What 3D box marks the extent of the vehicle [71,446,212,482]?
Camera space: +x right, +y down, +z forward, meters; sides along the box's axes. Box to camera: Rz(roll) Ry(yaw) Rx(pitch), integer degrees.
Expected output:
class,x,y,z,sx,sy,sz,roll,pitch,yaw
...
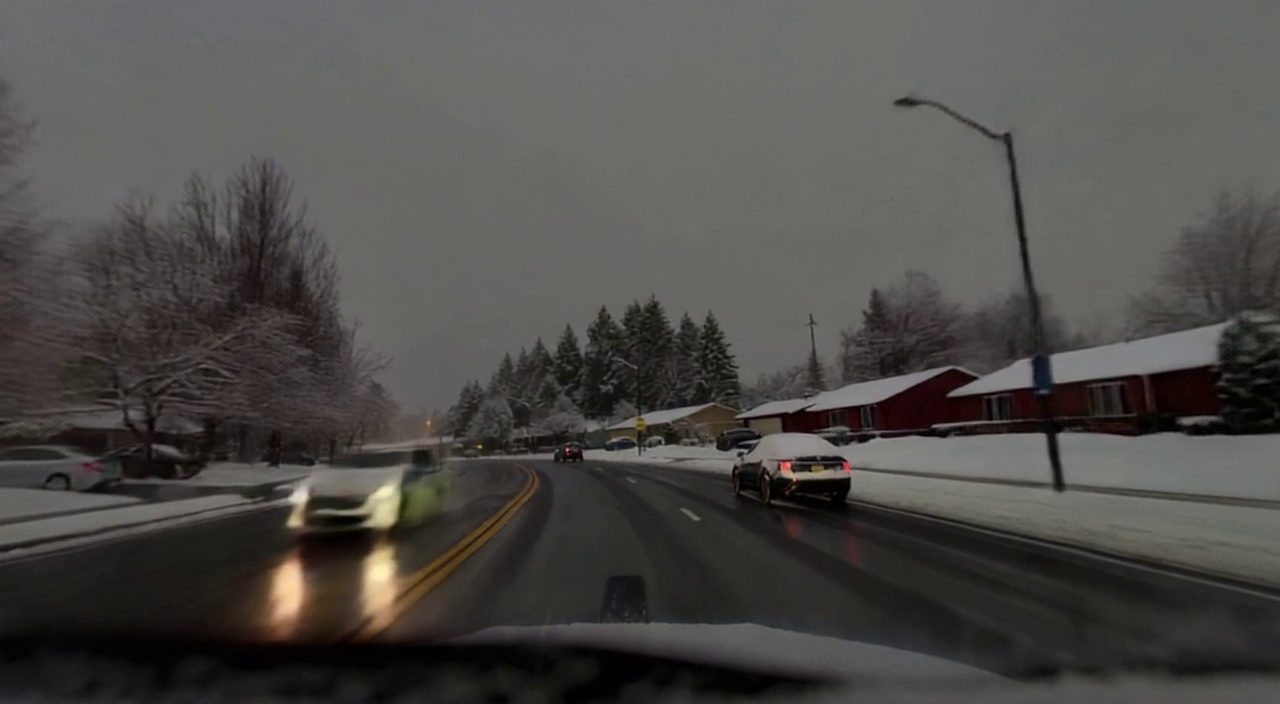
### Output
class,x,y,z,sx,sy,sz,roll,pitch,yaw
vehicle,-22.246,5.000,28.254,4.670,1.533,1.904,0,-8,0

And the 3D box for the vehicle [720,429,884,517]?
class,x,y,z,sx,sy,sz,roll,pitch,yaw
vehicle,3.126,2.423,13.219,1.934,1.506,4.282,1,-8,-6

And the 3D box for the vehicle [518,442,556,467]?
class,x,y,z,sx,sy,sz,roll,pitch,yaw
vehicle,-7.587,7.472,46.091,2.106,1.667,4.367,2,-9,-18

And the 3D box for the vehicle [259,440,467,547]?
class,x,y,z,sx,sy,sz,roll,pitch,yaw
vehicle,-4.498,2.318,11.098,1.985,1.470,4.305,0,-8,-4
